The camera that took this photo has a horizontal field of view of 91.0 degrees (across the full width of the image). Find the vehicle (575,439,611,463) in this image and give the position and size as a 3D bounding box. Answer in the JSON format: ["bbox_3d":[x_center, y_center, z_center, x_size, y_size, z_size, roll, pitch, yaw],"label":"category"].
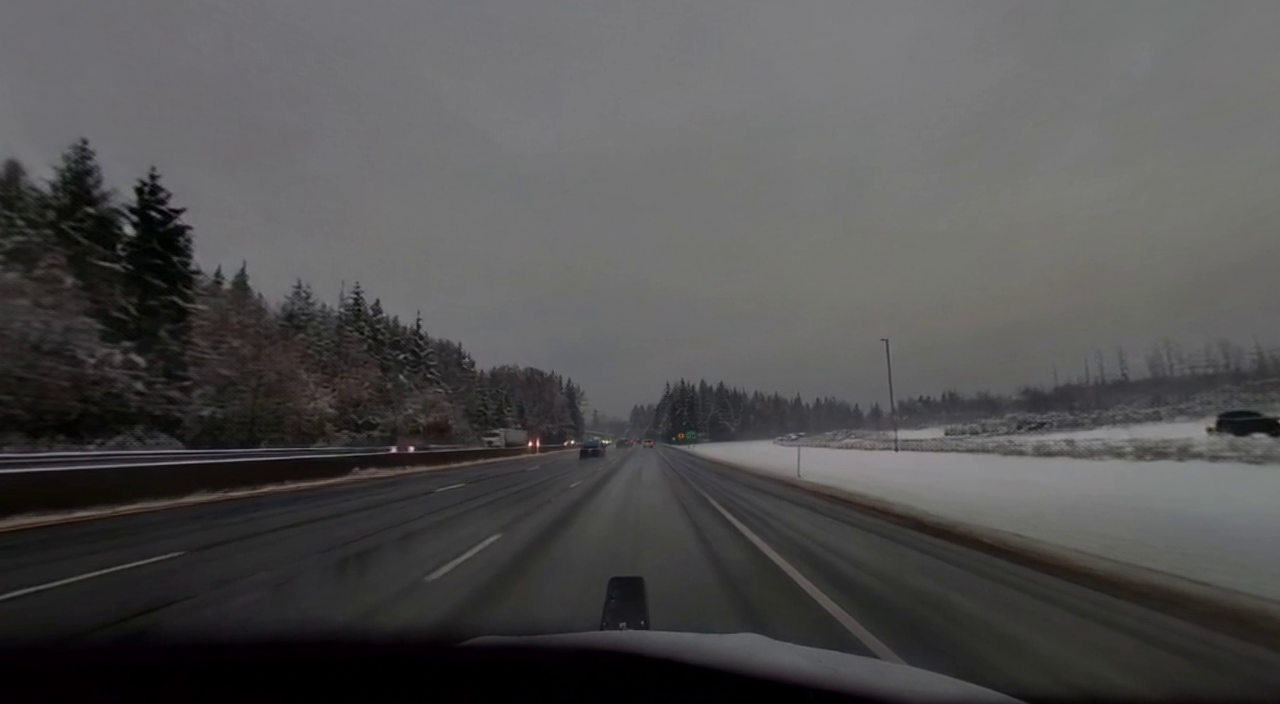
[{"bbox_3d":[-3.362,7.190,45.700,2.123,1.643,4.479,0,-8,1],"label":"vehicle"}]
